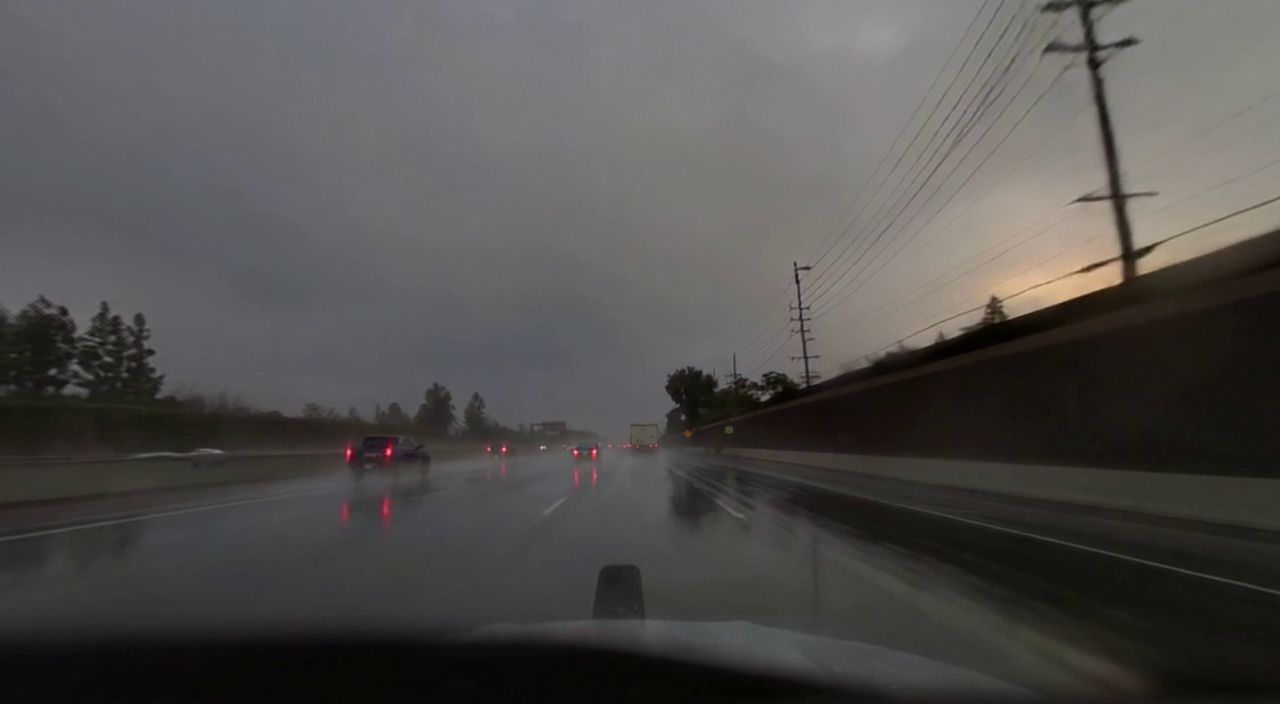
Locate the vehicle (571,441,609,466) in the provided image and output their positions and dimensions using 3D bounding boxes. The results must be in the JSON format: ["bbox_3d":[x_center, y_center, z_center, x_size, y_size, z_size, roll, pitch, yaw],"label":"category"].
[{"bbox_3d":[-3.268,6.743,41.826,2.045,1.532,4.954,0,-9,1],"label":"vehicle"}]

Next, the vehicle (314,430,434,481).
[{"bbox_3d":[-10.614,4.203,25.816,2.310,1.853,5.817,0,-9,1],"label":"vehicle"}]
